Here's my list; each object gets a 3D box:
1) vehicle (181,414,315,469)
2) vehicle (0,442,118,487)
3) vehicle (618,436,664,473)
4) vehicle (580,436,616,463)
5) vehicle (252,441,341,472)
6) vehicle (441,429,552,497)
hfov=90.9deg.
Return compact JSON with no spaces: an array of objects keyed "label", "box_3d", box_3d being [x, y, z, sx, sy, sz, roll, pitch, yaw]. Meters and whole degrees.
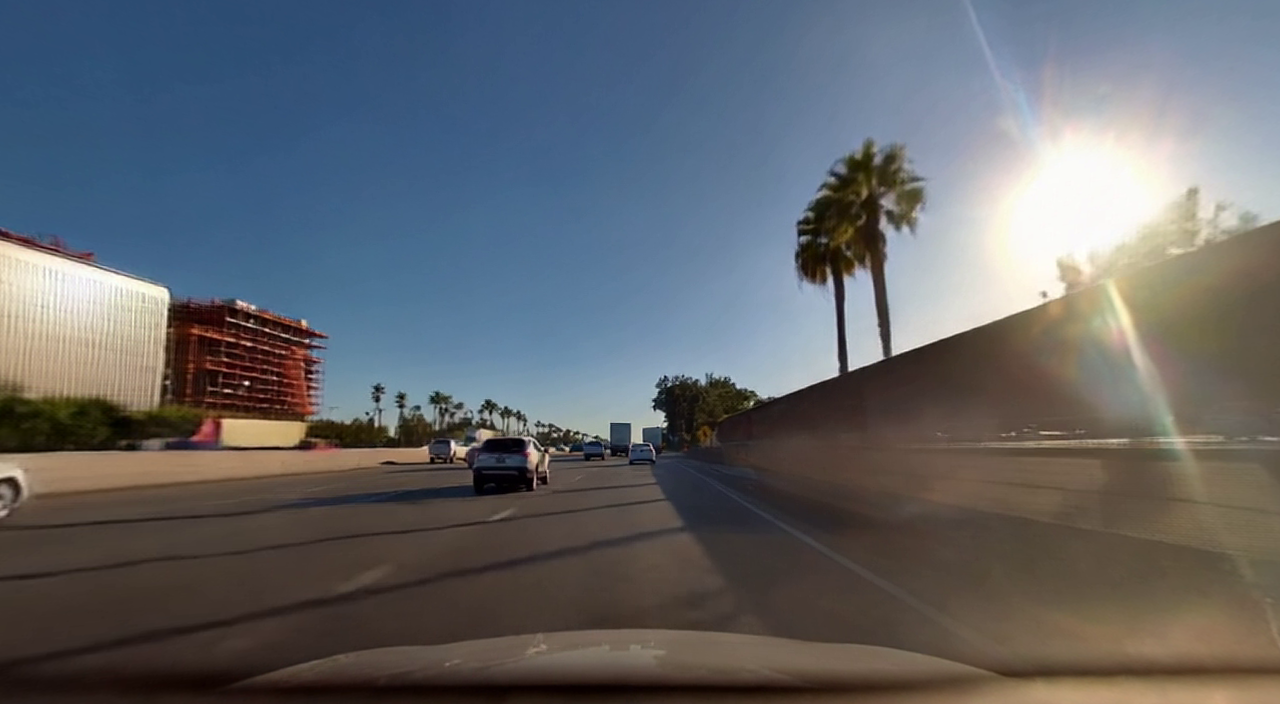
[{"label":"vehicle","box_3d":[-24.754,5.759,40.517,2.968,3.142,8.309,-1,-8,2]},{"label":"vehicle","box_3d":[-21.715,4.005,22.831,1.755,1.460,4.353,-1,-8,3]},{"label":"vehicle","box_3d":[0.094,5.058,31.316,2.136,1.678,4.052,-1,-8,2]},{"label":"vehicle","box_3d":[-3.210,7.566,49.157,2.203,1.958,4.848,-1,-8,3]},{"label":"vehicle","box_3d":[-17.279,5.271,31.963,2.040,1.455,4.107,-1,-8,3]},{"label":"vehicle","box_3d":[-4.068,3.236,18.764,2.108,1.740,4.549,-1,-8,2]}]
